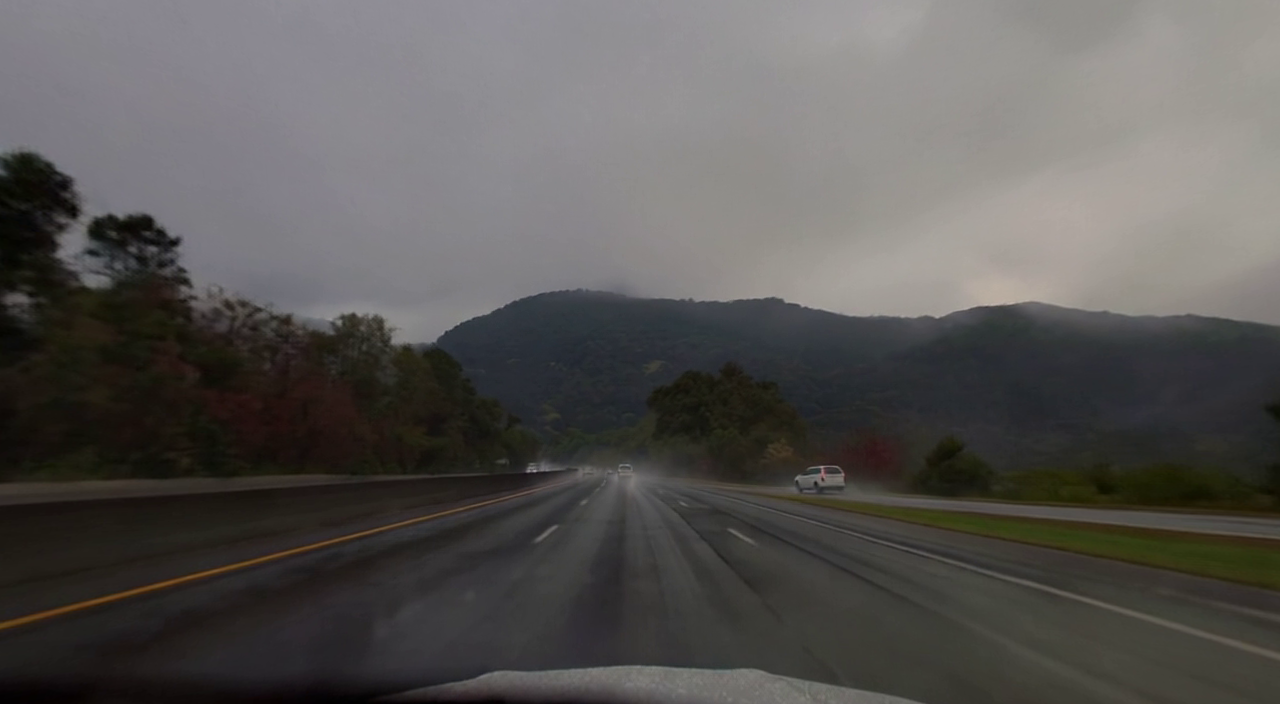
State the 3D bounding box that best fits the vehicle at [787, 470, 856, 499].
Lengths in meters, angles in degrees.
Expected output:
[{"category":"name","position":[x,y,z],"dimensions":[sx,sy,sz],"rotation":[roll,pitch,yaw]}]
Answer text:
[{"category":"vehicle","position":[11.677,8.561,40.934],"dimensions":[2.089,1.770,4.571],"rotation":[4,-11,-17]}]
